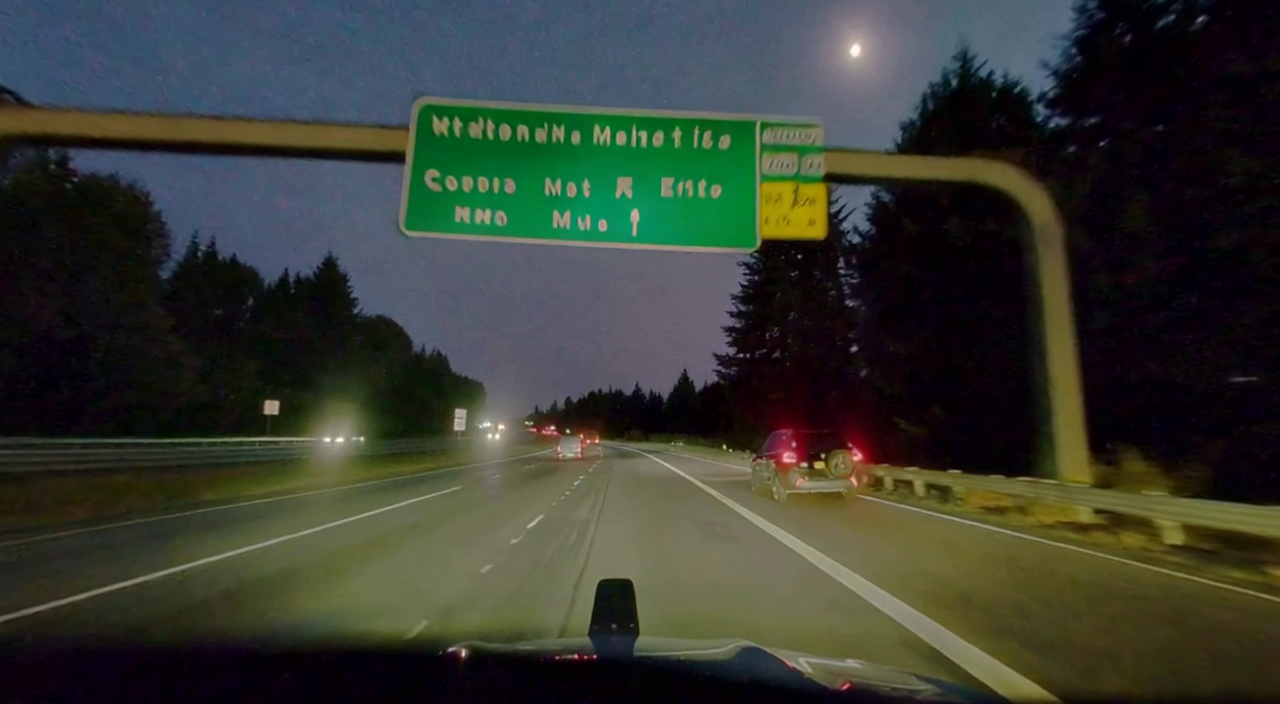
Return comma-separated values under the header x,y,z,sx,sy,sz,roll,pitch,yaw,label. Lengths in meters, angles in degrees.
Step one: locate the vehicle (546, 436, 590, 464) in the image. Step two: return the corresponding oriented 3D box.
x,y,z,sx,sy,sz,roll,pitch,yaw,label
-4.400,6.096,39.175,2.217,1.604,4.614,0,-8,-1,vehicle
